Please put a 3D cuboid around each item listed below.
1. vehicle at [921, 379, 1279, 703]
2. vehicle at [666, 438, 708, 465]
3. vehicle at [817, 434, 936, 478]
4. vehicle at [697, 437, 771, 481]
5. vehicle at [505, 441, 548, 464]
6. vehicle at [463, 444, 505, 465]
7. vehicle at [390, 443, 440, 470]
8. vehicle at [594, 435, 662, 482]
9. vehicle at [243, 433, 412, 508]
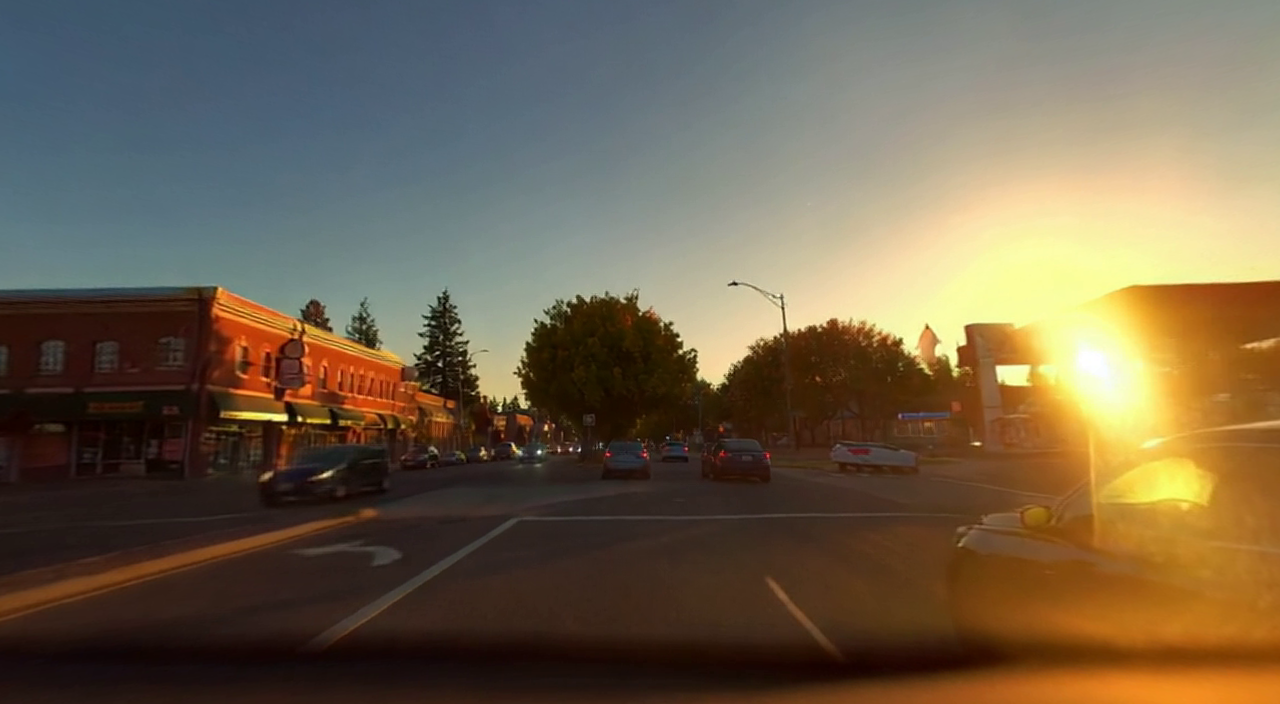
[{"bbox_3d":[3.206,0.895,2.477,2.097,1.502,4.470,0,-8,-1],"label":"vehicle"},{"bbox_3d":[2.792,6.022,38.508,2.098,1.527,3.966,0,-8,-2],"label":"vehicle"},{"bbox_3d":[9.938,4.416,27.012,4.464,1.755,2.236,-2,-9,14],"label":"vehicle"},{"bbox_3d":[3.413,3.980,23.854,2.060,1.471,4.168,0,-8,-1],"label":"vehicle"},{"bbox_3d":[-8.137,7.219,45.697,2.240,1.550,4.760,0,-8,0],"label":"vehicle"},{"bbox_3d":[-11.654,7.663,47.504,1.915,1.473,4.573,0,-8,1],"label":"vehicle"},{"bbox_3d":[-15.663,7.287,44.355,1.979,1.819,4.308,0,-8,-1],"label":"vehicle"},{"bbox_3d":[-0.421,3.799,22.884,2.232,1.508,4.319,0,-8,-1],"label":"vehicle"},{"bbox_3d":[-7.538,2.879,15.835,2.085,1.610,4.085,0,-8,1],"label":"vehicle"}]
